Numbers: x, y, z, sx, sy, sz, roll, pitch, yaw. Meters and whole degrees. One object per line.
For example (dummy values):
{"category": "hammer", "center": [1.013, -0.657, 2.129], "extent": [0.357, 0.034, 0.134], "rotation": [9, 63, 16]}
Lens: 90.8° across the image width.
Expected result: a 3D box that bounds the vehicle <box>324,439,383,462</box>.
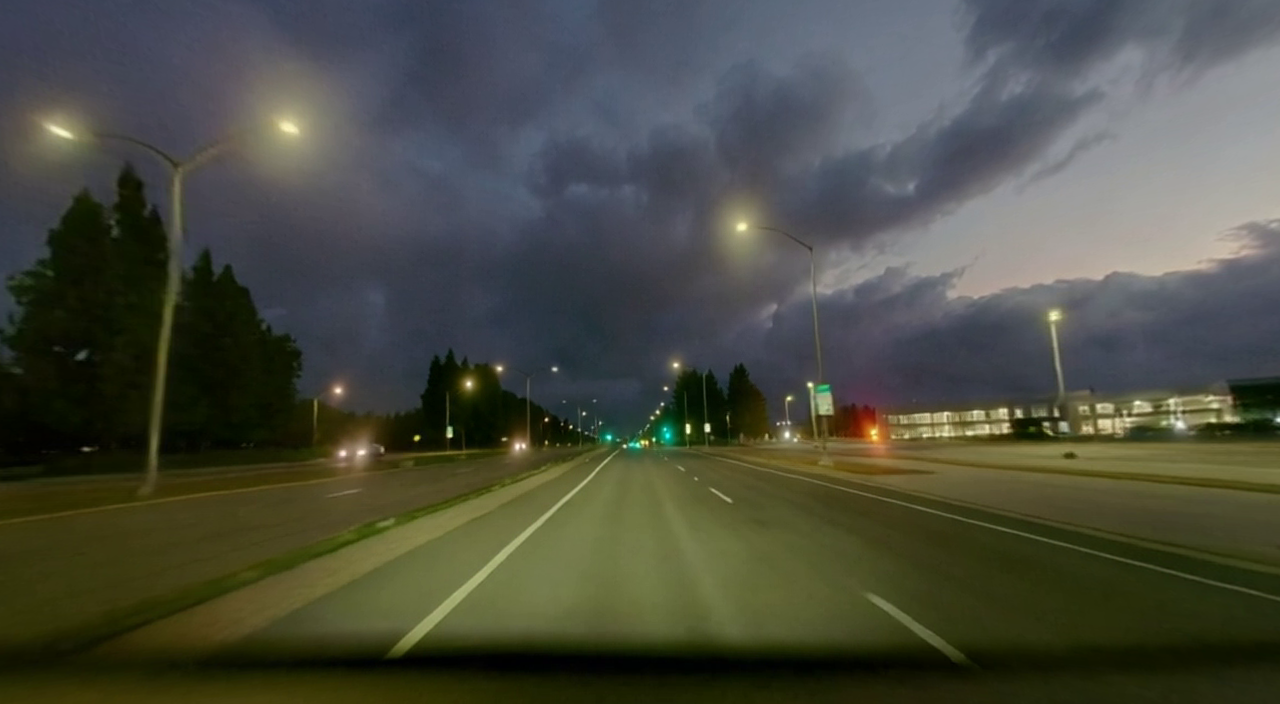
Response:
{"category": "vehicle", "center": [-19.274, 6.638, 42.741], "extent": [1.790, 1.453, 4.618], "rotation": [0, -9, 1]}
